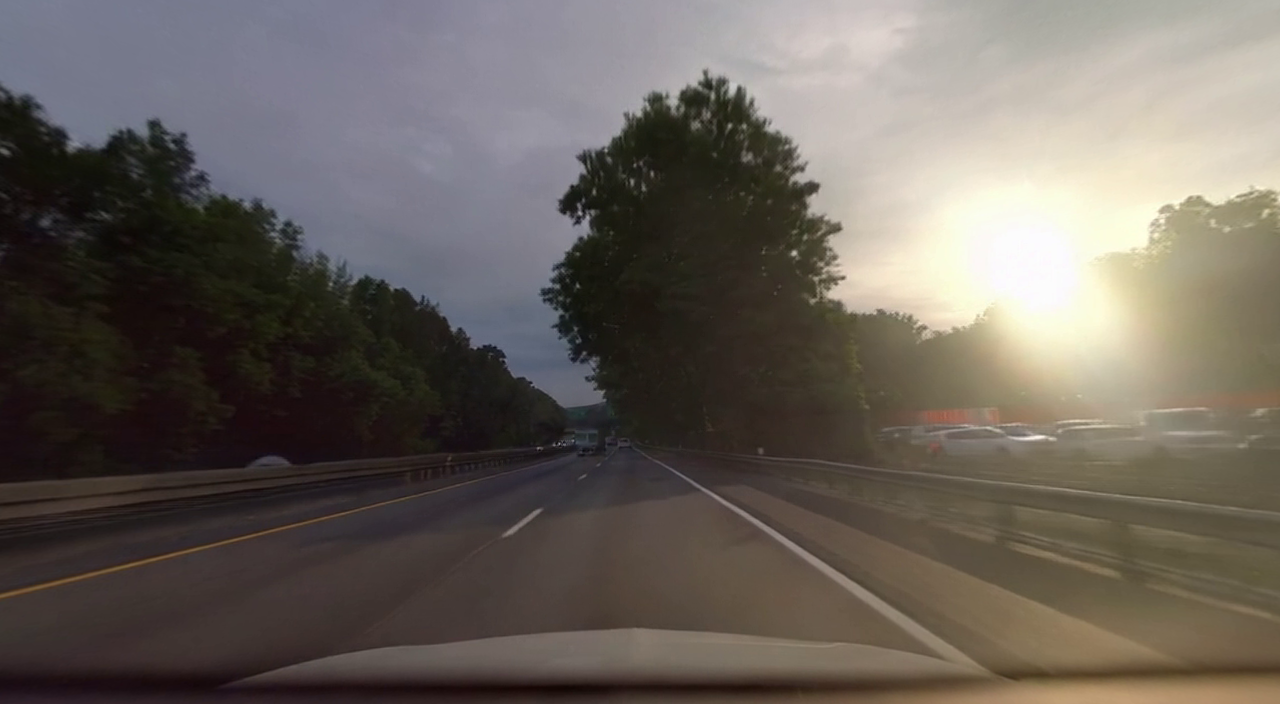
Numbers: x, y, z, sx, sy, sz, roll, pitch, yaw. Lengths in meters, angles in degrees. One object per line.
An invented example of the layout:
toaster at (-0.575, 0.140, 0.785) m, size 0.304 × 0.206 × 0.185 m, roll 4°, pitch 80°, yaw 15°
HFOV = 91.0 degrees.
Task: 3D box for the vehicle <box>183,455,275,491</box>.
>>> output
vehicle at (-18.633, 5.466, 28.736) m, size 1.767 × 1.417 × 3.749 m, roll 0°, pitch -8°, yaw -2°
